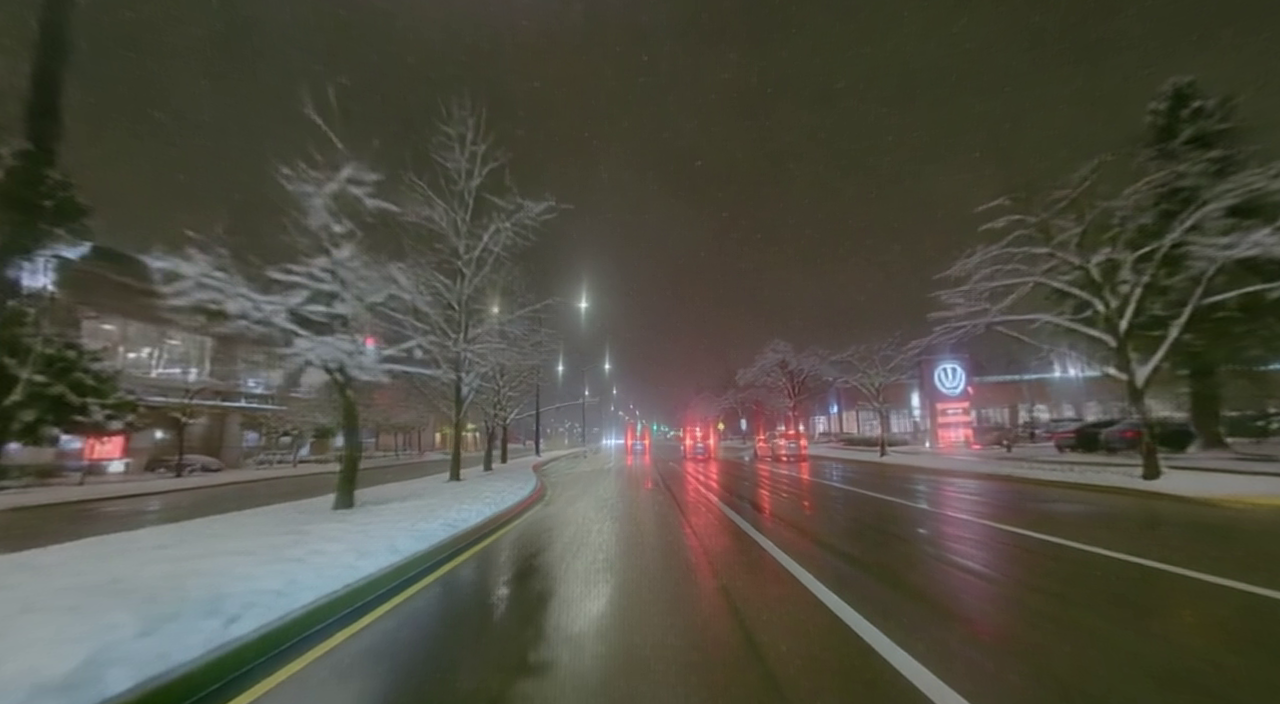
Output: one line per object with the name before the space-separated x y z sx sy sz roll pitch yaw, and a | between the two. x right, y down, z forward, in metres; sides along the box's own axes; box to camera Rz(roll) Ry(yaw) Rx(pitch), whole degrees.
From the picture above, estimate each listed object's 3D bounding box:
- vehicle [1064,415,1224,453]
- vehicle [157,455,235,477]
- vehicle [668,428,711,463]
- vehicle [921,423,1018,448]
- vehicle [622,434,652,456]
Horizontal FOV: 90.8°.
vehicle | 20.093 3.299 25.353 4.619 1.447 2.054 0 -8 1
vehicle | -30.104 7.720 42.907 4.040 1.389 1.664 0 -8 -1
vehicle | 2.549 4.950 33.384 2.100 1.683 4.231 -1 -8 3
vehicle | 20.393 5.204 39.236 4.813 1.483 2.129 0 -8 0
vehicle | -0.228 6.745 45.750 2.110 1.476 4.294 0 -8 0
